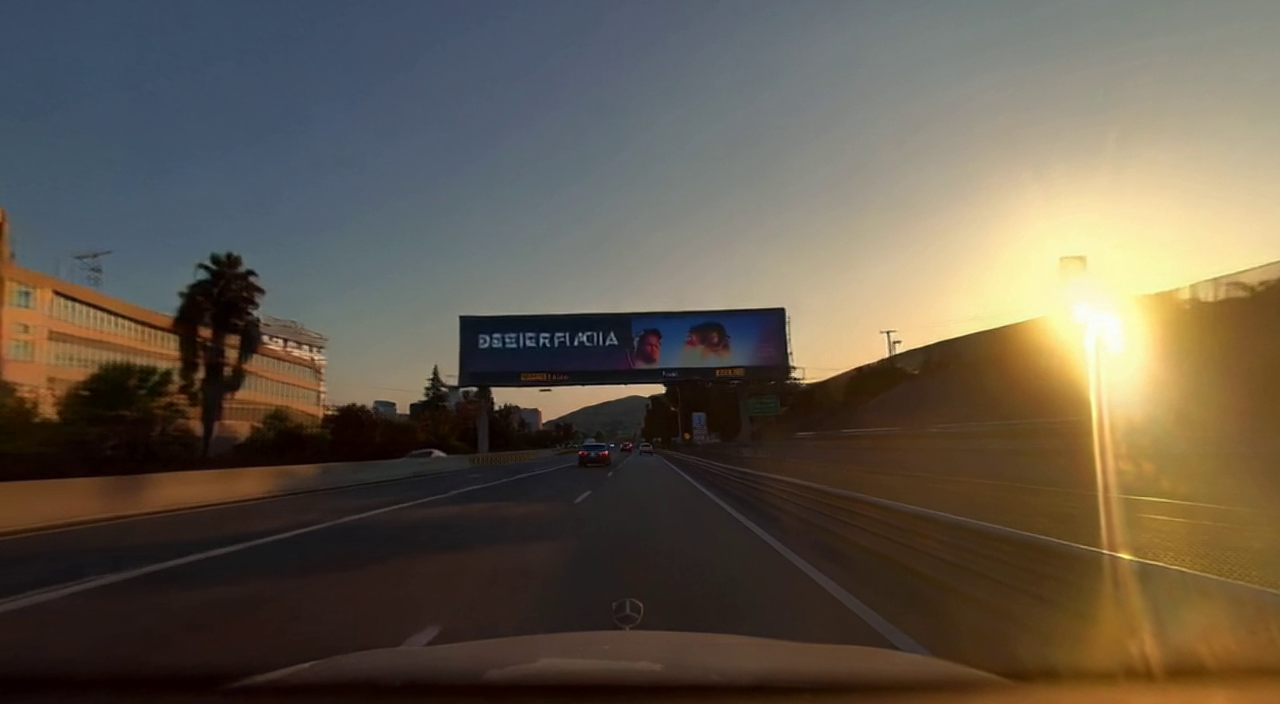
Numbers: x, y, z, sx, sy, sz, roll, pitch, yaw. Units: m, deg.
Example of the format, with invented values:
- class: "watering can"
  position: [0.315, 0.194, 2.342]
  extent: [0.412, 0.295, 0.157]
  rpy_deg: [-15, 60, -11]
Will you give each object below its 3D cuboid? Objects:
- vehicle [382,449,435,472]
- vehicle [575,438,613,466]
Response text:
- class: "vehicle"
  position: [-16.240, 7.607, 44.526]
  extent: [1.823, 1.464, 4.626]
  rpy_deg: [-1, -8, 2]
- class: "vehicle"
  position: [-3.169, 7.008, 44.295]
  extent: [2.159, 1.793, 5.027]
  rpy_deg: [-1, -8, 1]
